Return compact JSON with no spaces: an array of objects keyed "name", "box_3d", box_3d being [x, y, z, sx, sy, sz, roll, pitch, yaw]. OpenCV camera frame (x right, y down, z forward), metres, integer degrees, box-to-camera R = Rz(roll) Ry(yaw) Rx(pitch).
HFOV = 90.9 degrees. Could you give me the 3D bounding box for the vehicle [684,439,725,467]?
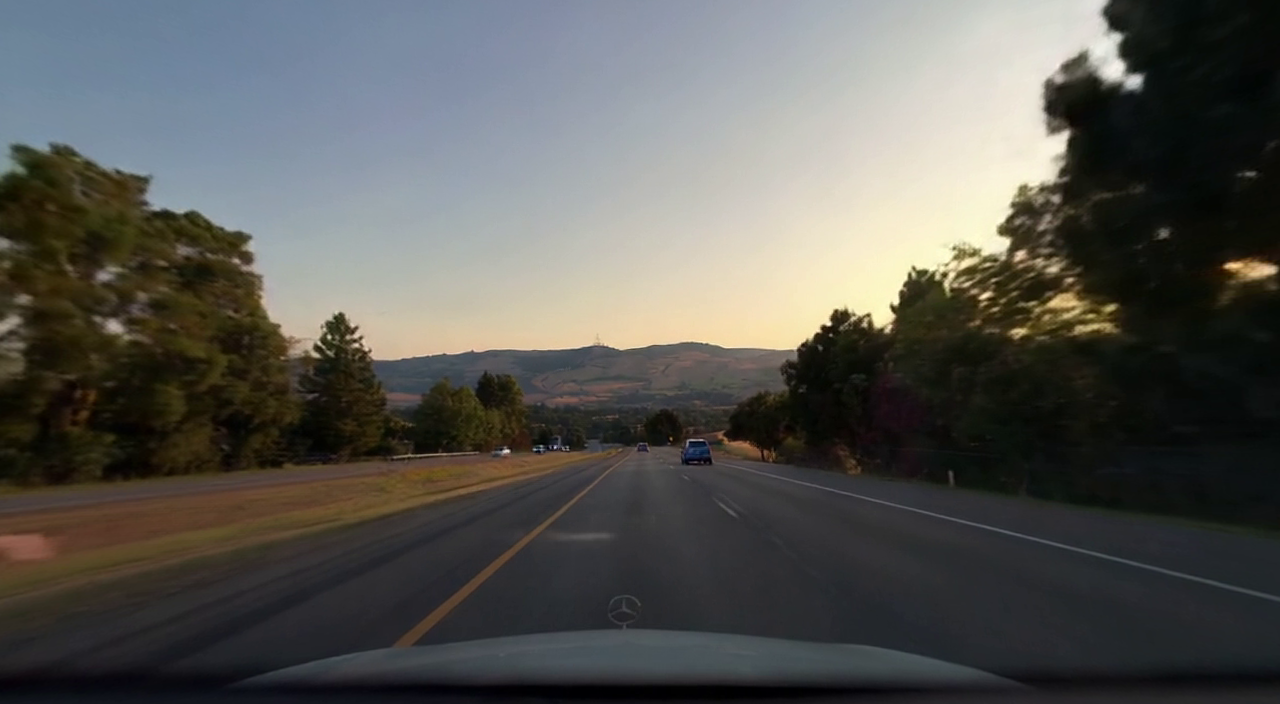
[{"name":"vehicle","box_3d":[3.992,6.360,39.727,2.157,1.640,4.056,0,-8,0]}]
